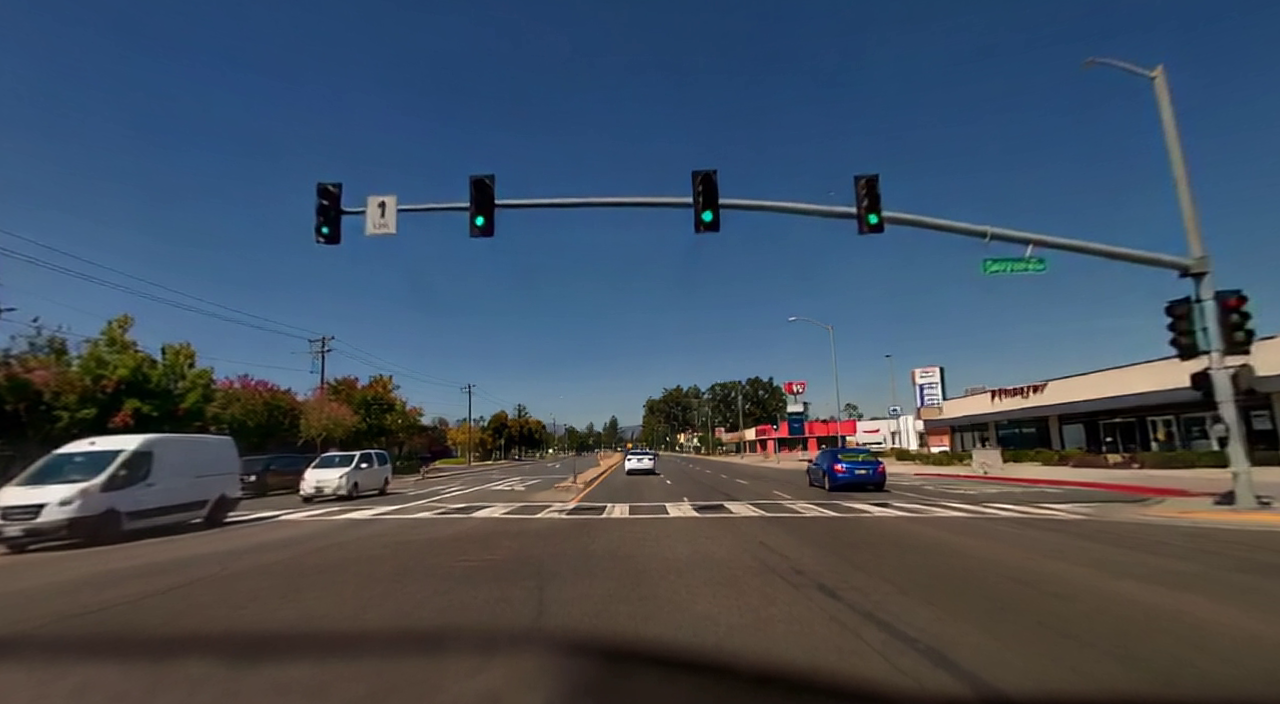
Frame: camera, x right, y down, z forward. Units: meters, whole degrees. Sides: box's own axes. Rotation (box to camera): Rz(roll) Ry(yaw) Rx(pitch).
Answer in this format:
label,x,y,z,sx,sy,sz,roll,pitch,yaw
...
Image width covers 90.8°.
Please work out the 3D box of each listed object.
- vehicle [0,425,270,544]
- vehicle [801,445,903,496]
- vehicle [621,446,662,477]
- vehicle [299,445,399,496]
label,x,y,z,sx,sy,sz,roll,pitch,yaw
vehicle,-10.920,2.715,13.800,2.345,2.052,5.396,0,-8,0
vehicle,6.744,3.788,20.604,1.849,1.464,4.119,0,-8,0
vehicle,0.028,5.716,33.252,2.027,1.494,3.942,0,-8,-1
vehicle,-10.937,4.436,24.103,1.911,1.779,4.067,0,-8,-1
